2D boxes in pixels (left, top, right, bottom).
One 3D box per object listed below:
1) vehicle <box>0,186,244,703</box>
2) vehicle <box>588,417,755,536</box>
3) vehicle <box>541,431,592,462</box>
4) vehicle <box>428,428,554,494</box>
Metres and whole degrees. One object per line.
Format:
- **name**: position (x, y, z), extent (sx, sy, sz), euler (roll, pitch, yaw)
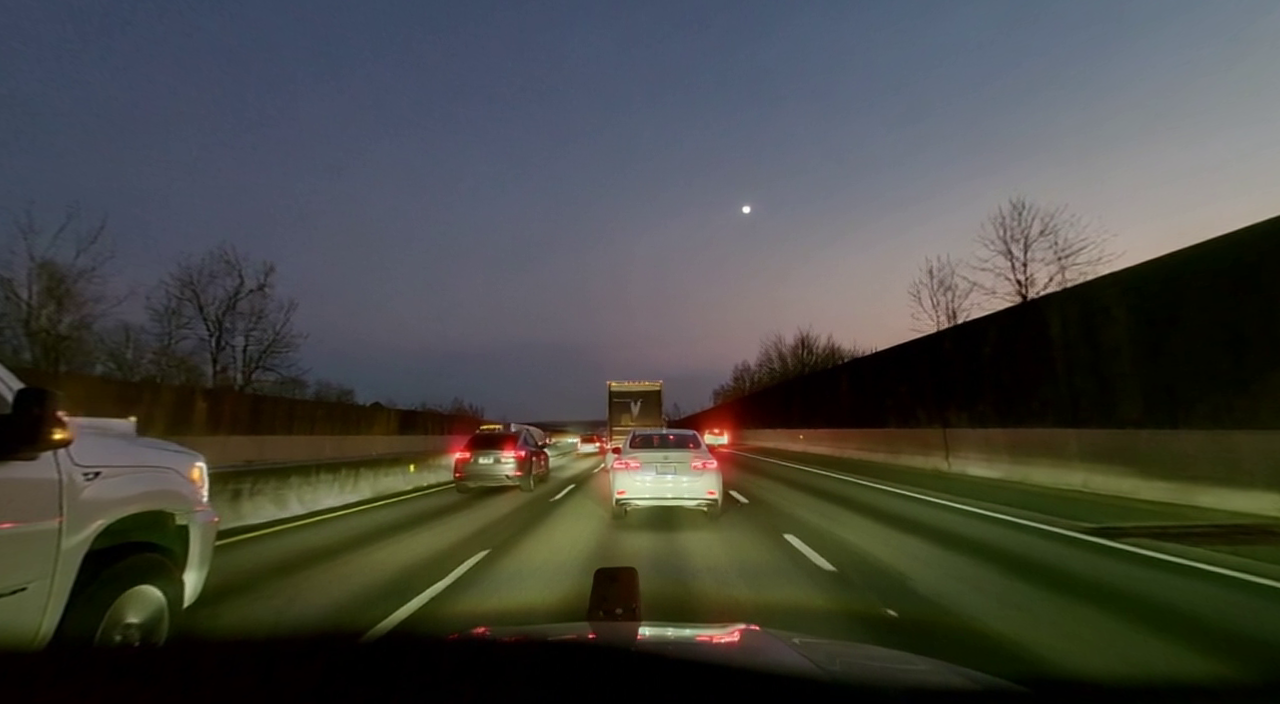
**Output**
- **vehicle**: position (-4.022, 0.316, 1.408), extent (2.386, 2.435, 5.831), euler (0, -8, 1)
- **vehicle**: position (0.430, 1.856, 10.051), extent (2.089, 1.485, 4.153), euler (0, -8, 1)
- **vehicle**: position (-3.621, 4.735, 31.656), extent (1.980, 1.491, 3.655), euler (0, -8, 2)
- **vehicle**: position (-3.605, 2.713, 16.136), extent (2.087, 1.457, 4.313), euler (0, -8, 2)
